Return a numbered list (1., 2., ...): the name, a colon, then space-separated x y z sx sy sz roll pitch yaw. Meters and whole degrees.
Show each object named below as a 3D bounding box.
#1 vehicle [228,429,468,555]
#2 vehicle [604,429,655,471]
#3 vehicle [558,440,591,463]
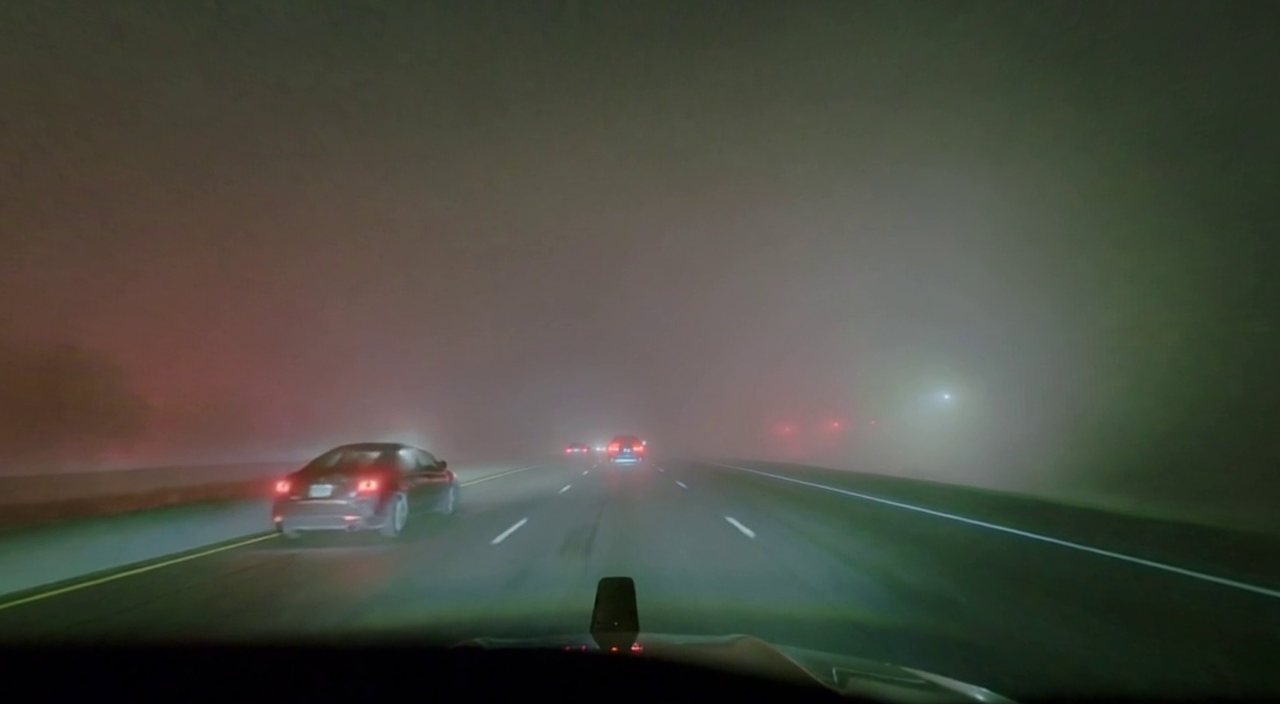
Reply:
1. vehicle: -4.201 2.034 9.855 1.945 1.550 3.780 0 -8 0
2. vehicle: -0.566 4.942 31.968 2.382 1.973 4.439 0 -8 -1
3. vehicle: -4.816 7.351 46.764 2.039 1.602 4.317 0 -8 -1
